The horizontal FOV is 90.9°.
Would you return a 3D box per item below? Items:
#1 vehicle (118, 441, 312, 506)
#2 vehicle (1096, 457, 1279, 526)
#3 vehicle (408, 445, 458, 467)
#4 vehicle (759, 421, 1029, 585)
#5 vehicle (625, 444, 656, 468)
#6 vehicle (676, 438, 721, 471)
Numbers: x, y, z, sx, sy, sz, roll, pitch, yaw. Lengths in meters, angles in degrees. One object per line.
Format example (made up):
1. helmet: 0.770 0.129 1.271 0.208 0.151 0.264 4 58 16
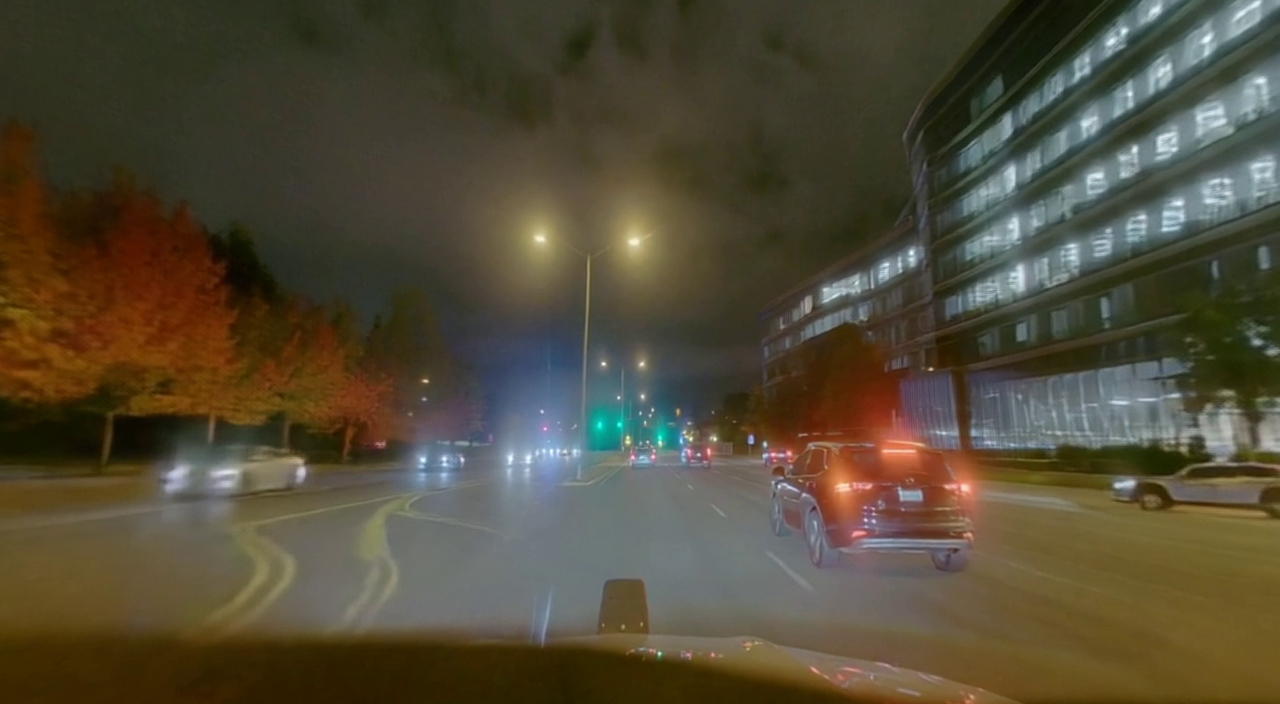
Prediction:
1. vehicle: -11.105 3.172 17.000 1.969 1.488 4.612 0 -8 0
2. vehicle: 15.283 3.727 17.234 4.398 1.634 2.031 -6 -10 35
3. vehicle: -14.810 7.455 45.325 1.978 1.443 4.678 0 -8 0
4. vehicle: 2.938 1.809 8.374 1.901 1.634 3.896 0 -8 -1
5. vehicle: 0.026 6.866 41.671 1.991 1.477 3.814 0 -8 0
6. vehicle: 3.461 6.171 38.228 2.154 1.844 4.634 0 -8 -1
